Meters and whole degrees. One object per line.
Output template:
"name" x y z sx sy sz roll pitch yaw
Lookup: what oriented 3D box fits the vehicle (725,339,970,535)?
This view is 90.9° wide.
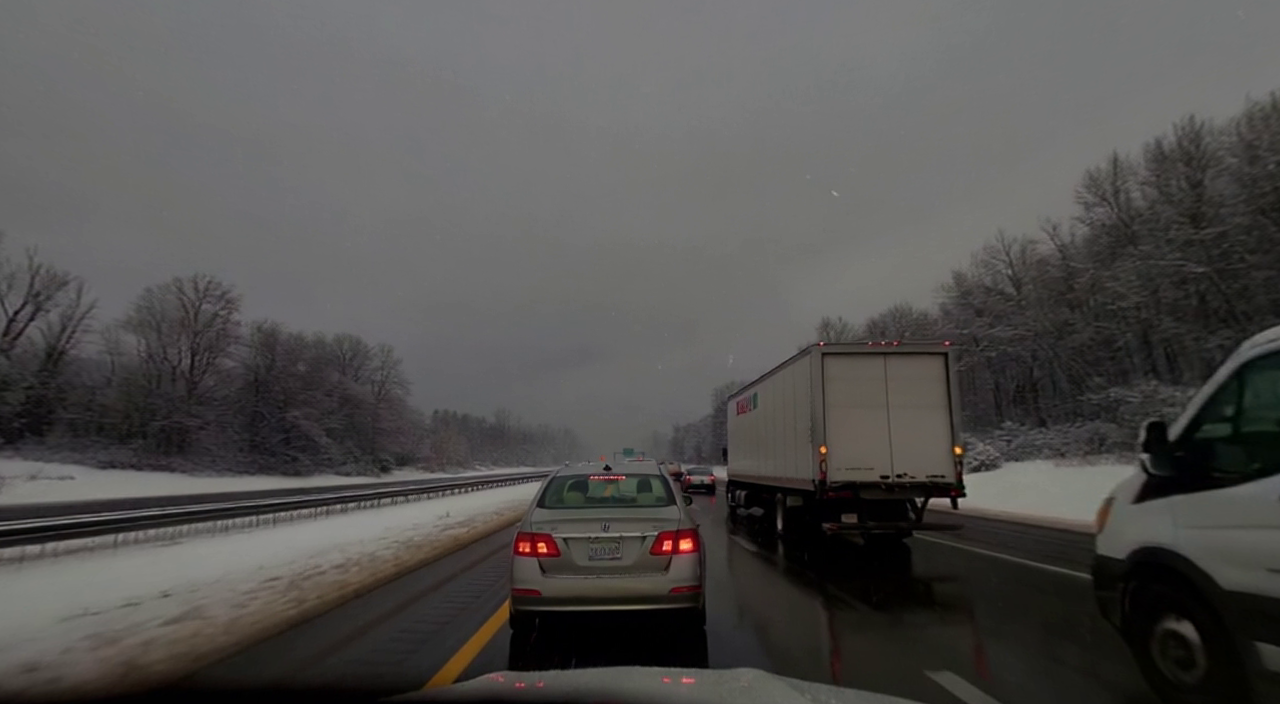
"vehicle" 4.966 2.733 18.449 2.936 3.972 11.144 1 -11 -2

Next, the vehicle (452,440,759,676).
"vehicle" -0.248 1.666 5.877 1.980 1.493 3.410 1 -11 -1

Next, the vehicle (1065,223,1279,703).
"vehicle" 4.177 0.446 1.671 2.328 2.537 5.290 1 -11 1
